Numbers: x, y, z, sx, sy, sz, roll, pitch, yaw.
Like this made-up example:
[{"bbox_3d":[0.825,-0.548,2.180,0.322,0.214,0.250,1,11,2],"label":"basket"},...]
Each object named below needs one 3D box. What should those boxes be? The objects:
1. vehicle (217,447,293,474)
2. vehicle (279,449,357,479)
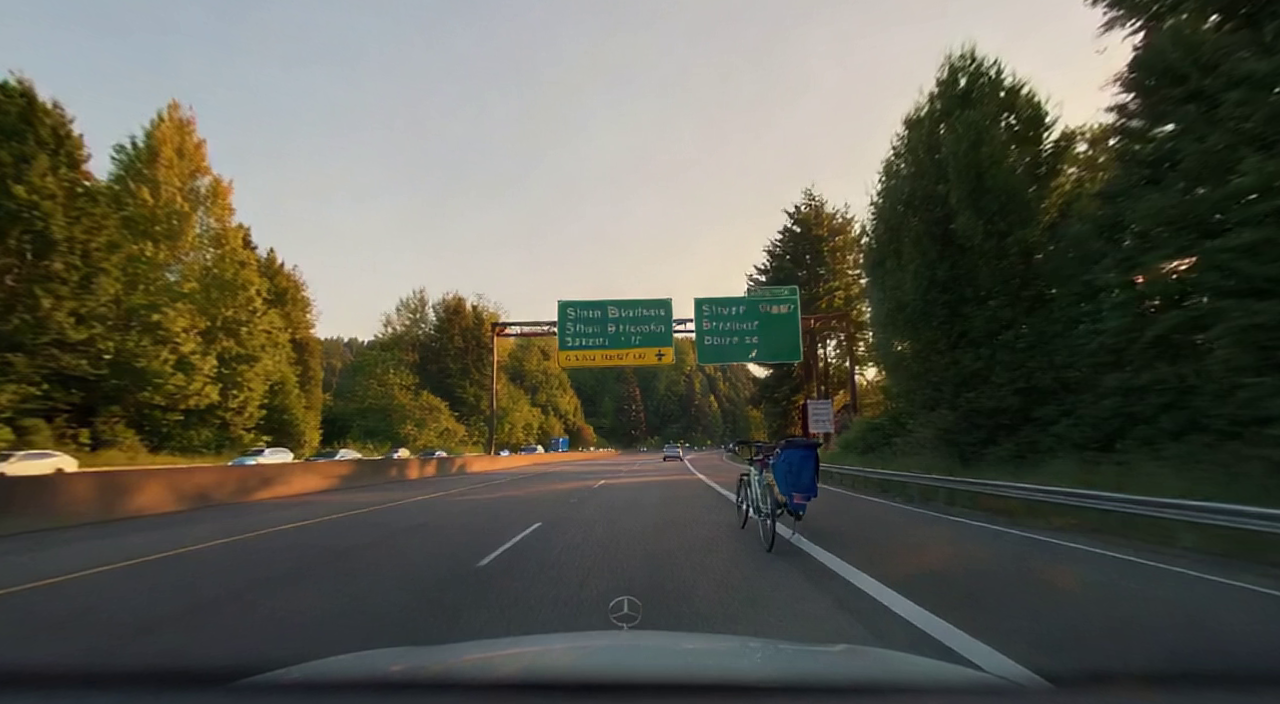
[{"bbox_3d":[-24.862,7.016,40.866,1.961,1.643,4.415,0,-9,3],"label":"vehicle"},{"bbox_3d":[-17.621,6.128,34.713,1.844,1.549,4.254,0,-9,3],"label":"vehicle"}]
